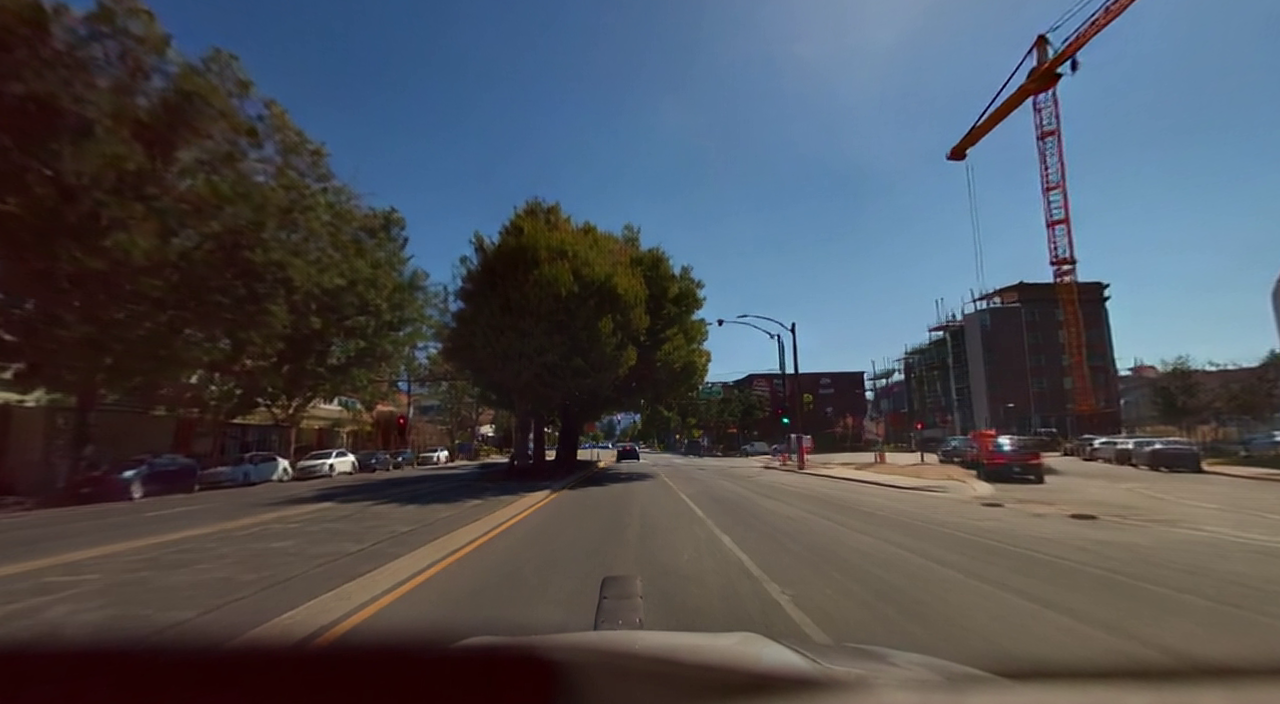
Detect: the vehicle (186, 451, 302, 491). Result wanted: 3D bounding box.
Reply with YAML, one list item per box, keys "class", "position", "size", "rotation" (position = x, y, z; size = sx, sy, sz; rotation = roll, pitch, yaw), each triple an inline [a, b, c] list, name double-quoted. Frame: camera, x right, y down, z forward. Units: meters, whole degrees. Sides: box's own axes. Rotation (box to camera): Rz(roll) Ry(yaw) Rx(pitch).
- class: "vehicle"
  position: [-16.449, 4.934, 26.585]
  size: [1.780, 1.493, 4.703]
  rotation: [0, -9, 1]

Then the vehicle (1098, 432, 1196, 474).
- class: "vehicle"
  position: [25.553, 5.090, 32.090]
  size: [2.159, 1.920, 4.948]
  rotation: [-3, -9, 18]

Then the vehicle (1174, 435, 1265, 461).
- class: "vehicle"
  position: [35.785, 5.937, 39.101]
  size: [3.656, 1.497, 1.727]
  rotation: [-3, -9, 17]

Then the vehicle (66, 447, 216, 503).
- class: "vehicle"
  position: [-16.467, 4.033, 21.163]
  size: [1.808, 1.670, 3.937]
  rotation: [0, -9, -1]

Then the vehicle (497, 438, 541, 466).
- class: "vehicle"
  position: [-8.962, 7.418, 47.150]
  size: [2.227, 1.956, 4.978]
  rotation: [0, -9, 1]

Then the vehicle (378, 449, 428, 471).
- class: "vehicle"
  position: [-16.664, 7.617, 44.698]
  size: [1.804, 1.467, 4.489]
  rotation: [0, -9, 0]

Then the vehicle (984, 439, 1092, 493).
- class: "vehicle"
  position: [12.530, 3.580, 20.240]
  size: [1.961, 1.485, 4.762]
  rotation: [-3, -9, 21]

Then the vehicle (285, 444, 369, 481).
- class: "vehicle"
  position: [-16.366, 5.787, 33.365]
  size: [2.070, 1.774, 4.549]
  rotation: [0, -9, 0]
